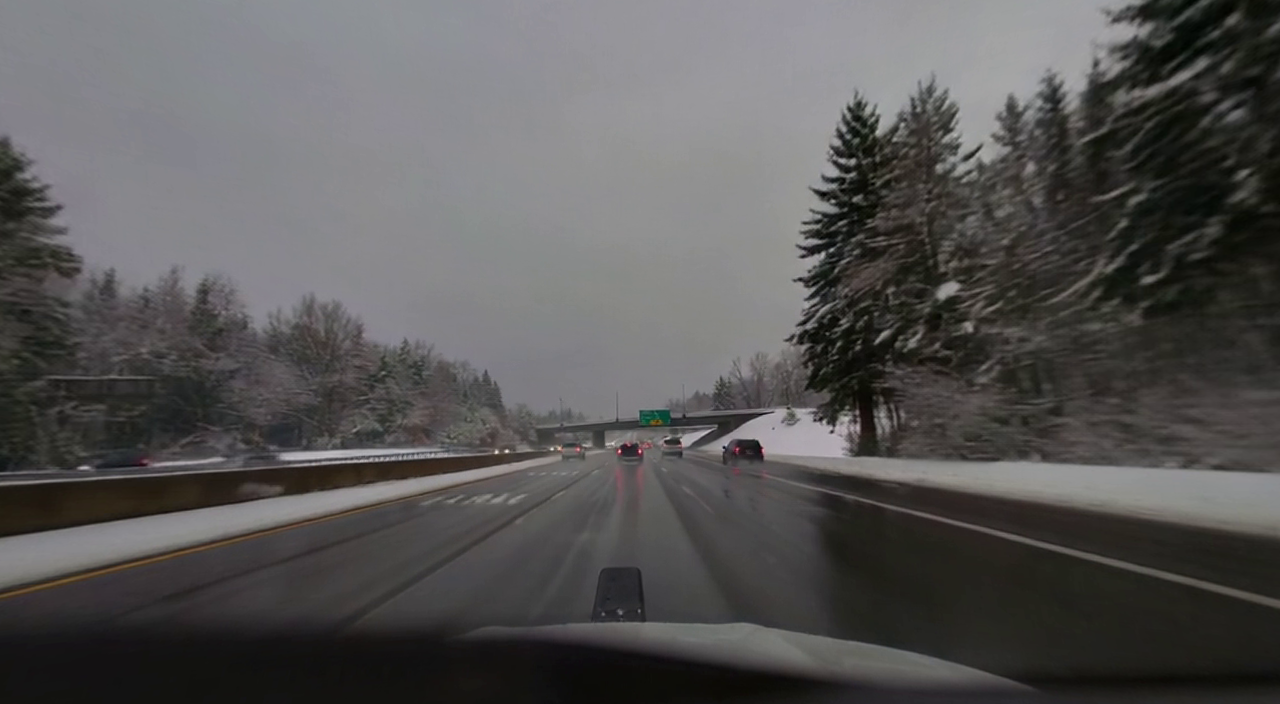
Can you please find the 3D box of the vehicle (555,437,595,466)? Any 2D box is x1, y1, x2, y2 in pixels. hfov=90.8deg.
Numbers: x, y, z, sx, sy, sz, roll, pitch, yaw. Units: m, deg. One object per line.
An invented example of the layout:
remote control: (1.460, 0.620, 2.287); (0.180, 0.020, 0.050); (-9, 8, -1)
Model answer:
vehicle: (-4.258, 6.572, 41.899); (2.113, 1.756, 4.471); (0, -8, 1)

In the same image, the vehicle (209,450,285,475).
vehicle: (-24.972, 6.994, 40.355); (1.844, 1.474, 4.668); (0, -8, 0)

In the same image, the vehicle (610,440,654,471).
vehicle: (-0.399, 5.274, 32.390); (2.075, 1.486, 4.007); (0, -8, 0)

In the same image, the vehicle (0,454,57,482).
vehicle: (-43.427, 8.046, 43.980); (2.025, 1.761, 4.758); (2, -9, -15)

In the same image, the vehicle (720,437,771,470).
vehicle: (5.514, 5.350, 33.461); (1.936, 1.625, 3.991); (0, -8, -1)
